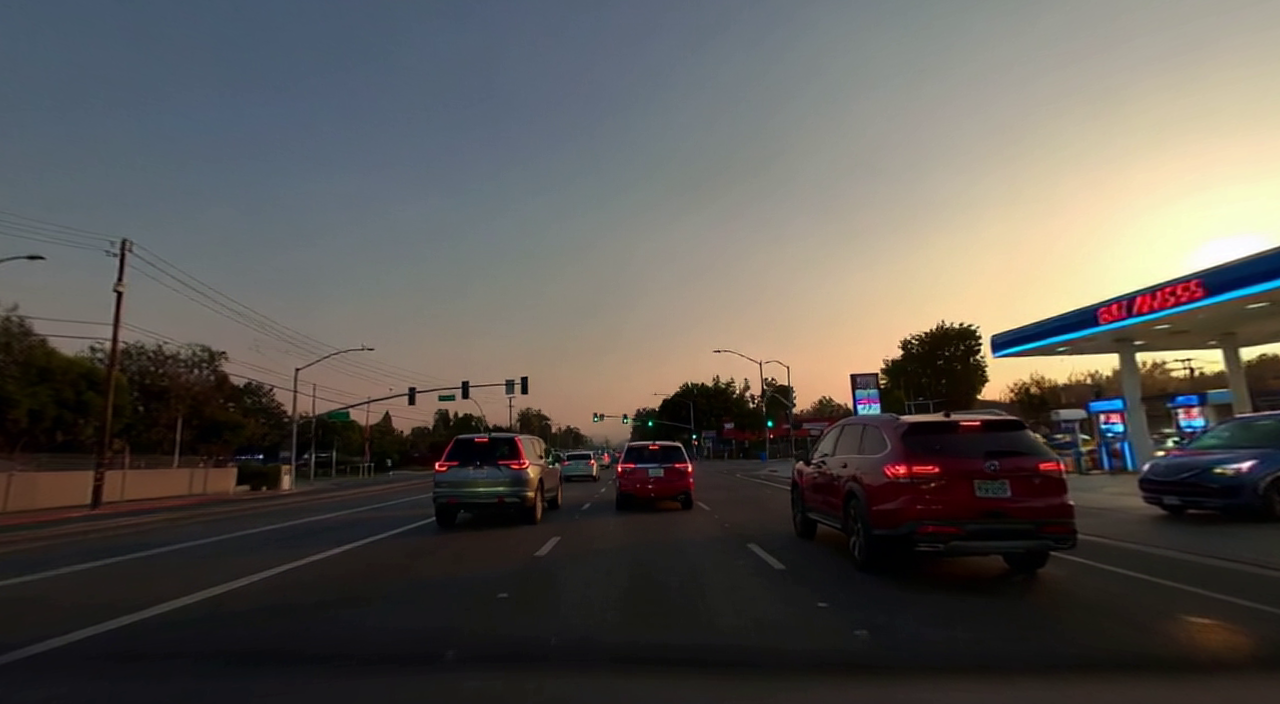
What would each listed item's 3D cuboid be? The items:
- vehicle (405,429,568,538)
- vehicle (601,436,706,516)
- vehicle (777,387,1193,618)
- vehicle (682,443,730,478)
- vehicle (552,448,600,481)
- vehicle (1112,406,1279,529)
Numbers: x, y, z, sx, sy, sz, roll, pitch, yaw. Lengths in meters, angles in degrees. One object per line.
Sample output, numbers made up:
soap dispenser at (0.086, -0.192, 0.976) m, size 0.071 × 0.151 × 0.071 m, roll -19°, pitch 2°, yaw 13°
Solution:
vehicle at (-2.735, 2.438, 12.374) m, size 2.019 × 1.731 × 4.299 m, roll 0°, pitch -8°, yaw 1°
vehicle at (0.262, 2.889, 15.223) m, size 2.181 × 1.650 × 4.083 m, roll 0°, pitch -8°, yaw -1°
vehicle at (3.383, 1.610, 7.854) m, size 2.161 × 1.868 × 5.321 m, roll 0°, pitch -8°, yaw 0°
vehicle at (3.525, 5.857, 34.225) m, size 2.122 × 1.745 × 4.337 m, roll 0°, pitch -8°, yaw 0°
vehicle at (-3.161, 5.659, 32.000) m, size 1.954 × 1.497 × 4.078 m, roll 0°, pitch -8°, yaw 1°
vehicle at (13.003, 2.087, 12.547) m, size 5.925 × 2.008 × 2.478 m, roll 0°, pitch -8°, yaw -16°
